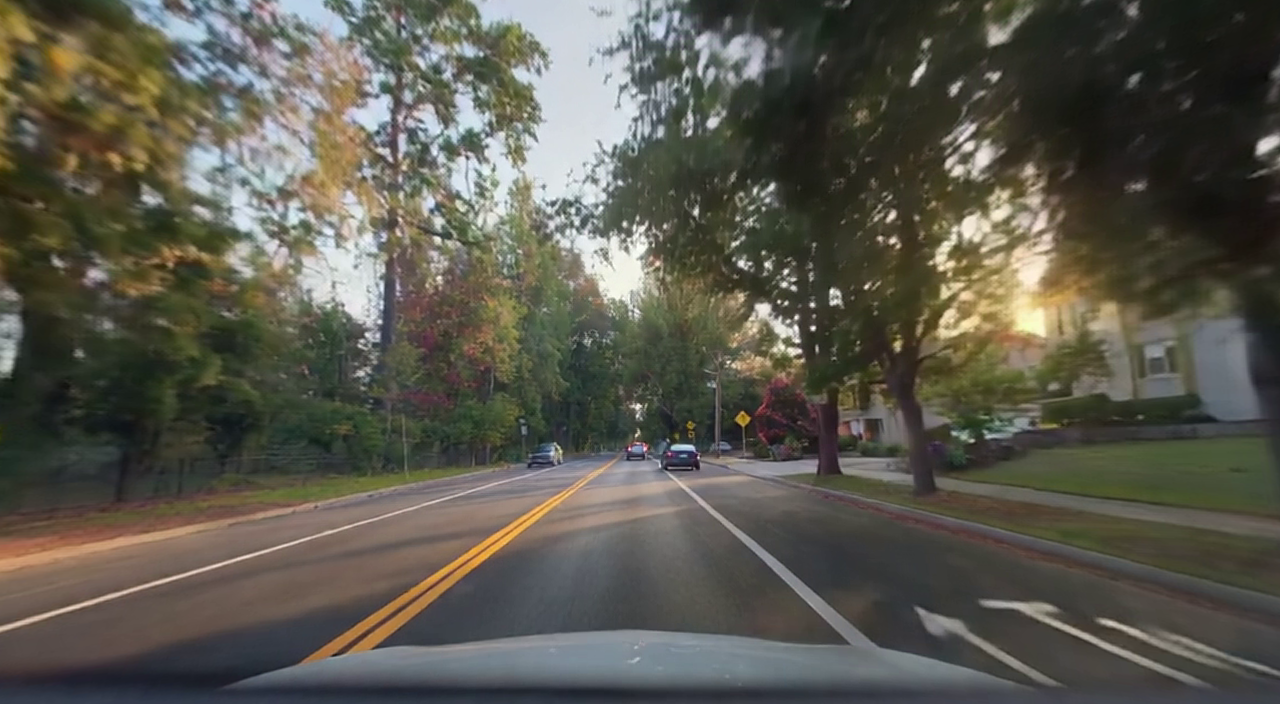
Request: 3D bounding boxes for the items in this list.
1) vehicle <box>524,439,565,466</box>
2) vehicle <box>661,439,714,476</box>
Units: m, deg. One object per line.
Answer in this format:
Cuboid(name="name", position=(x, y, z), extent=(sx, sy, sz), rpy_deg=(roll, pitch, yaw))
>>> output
Cuboid(name="vehicle", position=(-7.138, 7.559, 47.494), extent=(2.352, 1.857, 4.690), rpy_deg=(0, -9, 0))
Cuboid(name="vehicle", position=(2.032, 4.664, 28.018), extent=(1.975, 1.497, 3.647), rpy_deg=(0, -9, -2))
